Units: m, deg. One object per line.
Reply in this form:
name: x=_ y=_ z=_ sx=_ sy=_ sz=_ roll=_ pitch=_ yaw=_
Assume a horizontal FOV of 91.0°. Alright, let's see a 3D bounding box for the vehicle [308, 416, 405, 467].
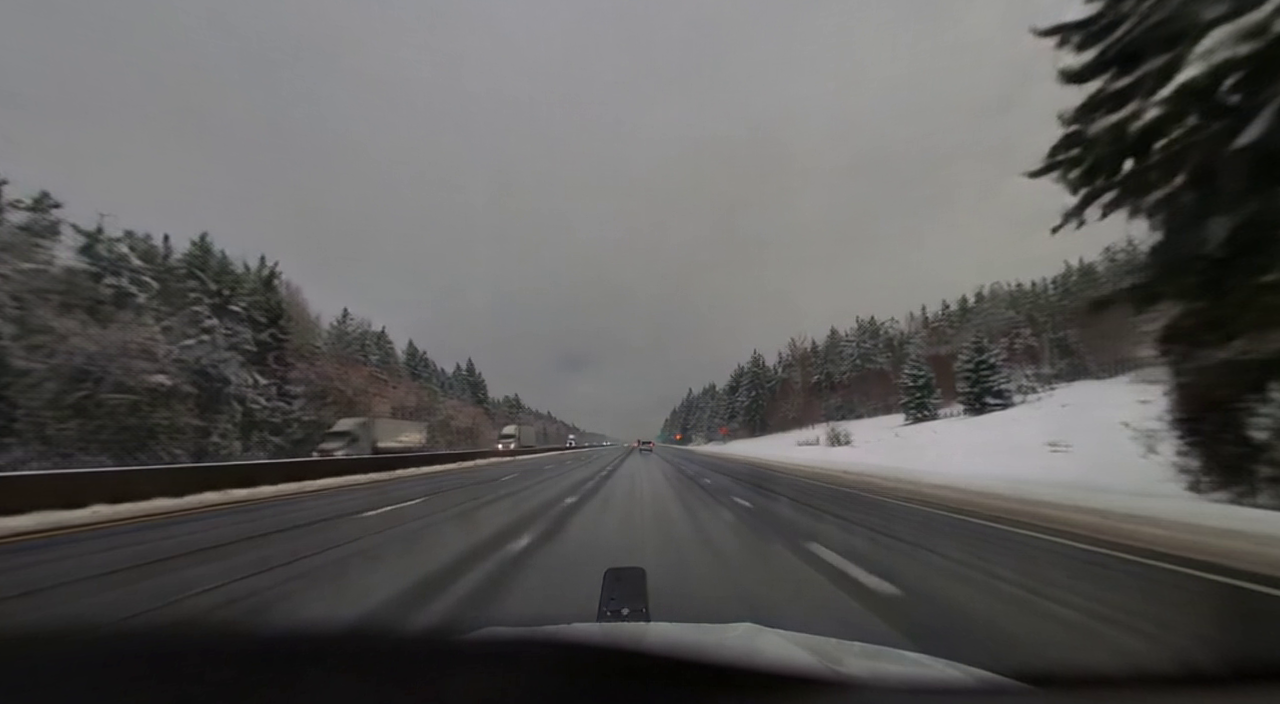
vehicle: x=-22.085 y=7.091 z=49.855 sx=3.019 sy=3.659 sz=9.658 roll=0 pitch=-8 yaw=1
